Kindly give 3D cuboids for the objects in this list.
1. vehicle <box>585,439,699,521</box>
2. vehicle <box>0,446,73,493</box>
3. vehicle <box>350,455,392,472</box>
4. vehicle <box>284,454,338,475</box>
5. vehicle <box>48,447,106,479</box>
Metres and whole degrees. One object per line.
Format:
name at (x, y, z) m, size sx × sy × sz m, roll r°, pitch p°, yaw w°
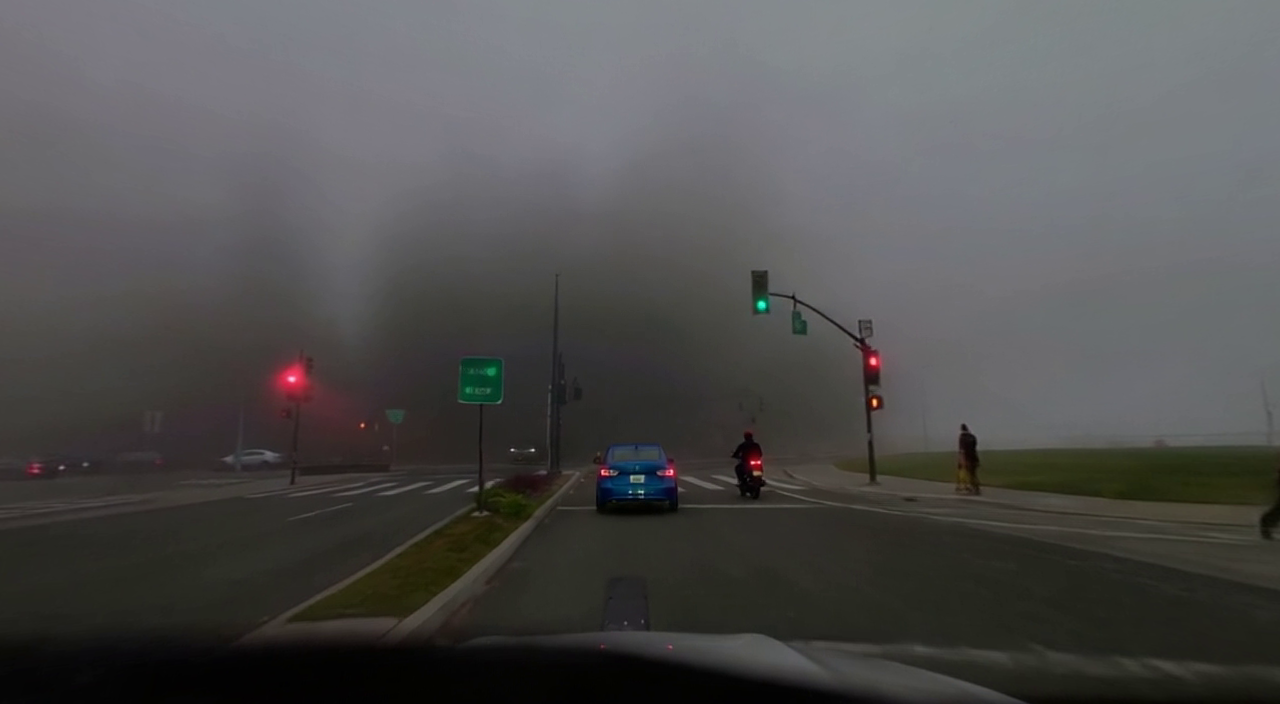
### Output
vehicle at (-0.023, 2.681, 13.729) m, size 2.118 × 1.480 × 3.949 m, roll 0°, pitch -9°, yaw -2°
vehicle at (-26.510, 4.831, 26.182) m, size 4.653 × 1.795 × 2.163 m, roll -3°, pitch -9°, yaw 17°
vehicle at (-19.725, 8.168, 46.233) m, size 1.259 × 1.181 × 2.744 m, roll -3°, pitch -9°, yaw 20°
vehicle at (-21.924, 7.511, 42.100) m, size 1.433 × 1.269 × 2.779 m, roll -5°, pitch -10°, yaw 30°
vehicle at (-41.113, 8.047, 45.960) m, size 4.948 × 2.124 × 2.261 m, roll -7°, pitch -11°, yaw 39°
